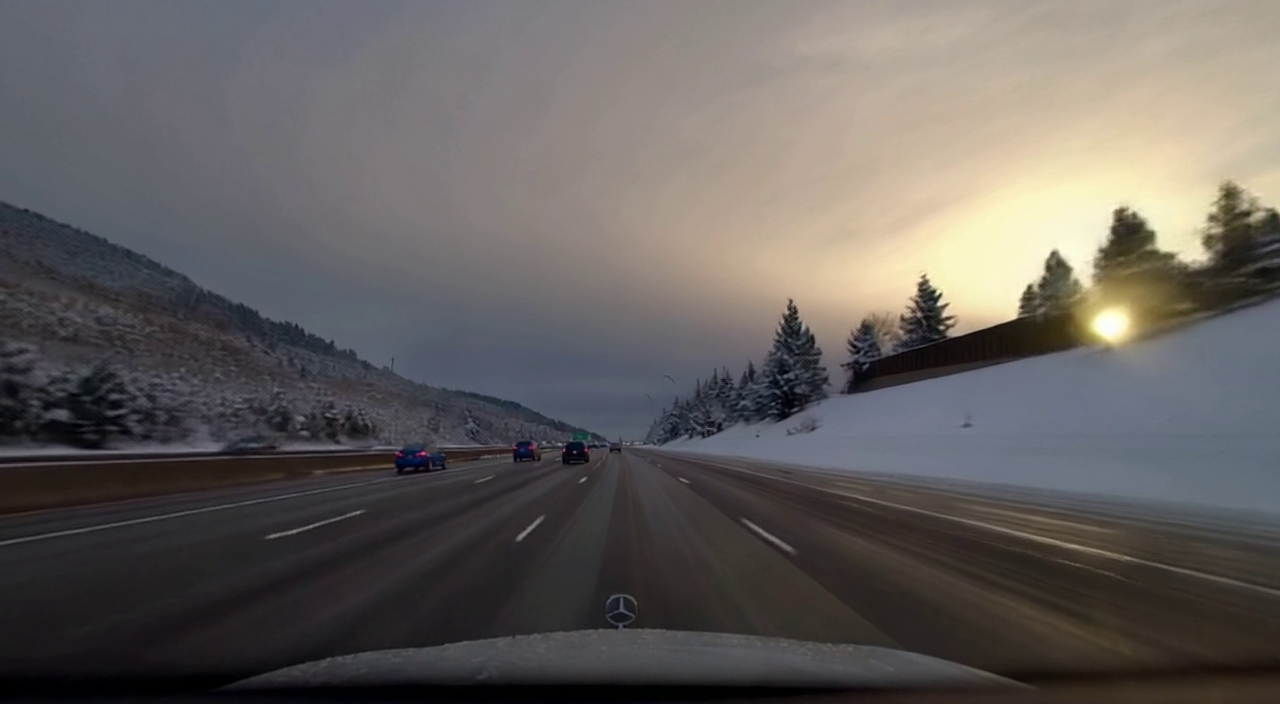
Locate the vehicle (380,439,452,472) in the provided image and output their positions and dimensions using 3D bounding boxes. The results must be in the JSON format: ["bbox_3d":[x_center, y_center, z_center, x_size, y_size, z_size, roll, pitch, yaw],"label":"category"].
[{"bbox_3d":[-11.042,5.121,31.518,1.949,1.475,4.740,0,-9,-1],"label":"vehicle"}]

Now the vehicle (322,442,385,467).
[{"bbox_3d":[-17.375,6.232,38.529,2.090,1.422,3.952,0,-9,-1],"label":"vehicle"}]

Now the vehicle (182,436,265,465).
[{"bbox_3d":[-27.957,6.619,42.666,2.025,1.781,5.372,0,-9,-2],"label":"vehicle"}]

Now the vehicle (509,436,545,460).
[{"bbox_3d":[-8.782,7.516,49.460,2.074,1.768,4.805,0,-9,-2],"label":"vehicle"}]
